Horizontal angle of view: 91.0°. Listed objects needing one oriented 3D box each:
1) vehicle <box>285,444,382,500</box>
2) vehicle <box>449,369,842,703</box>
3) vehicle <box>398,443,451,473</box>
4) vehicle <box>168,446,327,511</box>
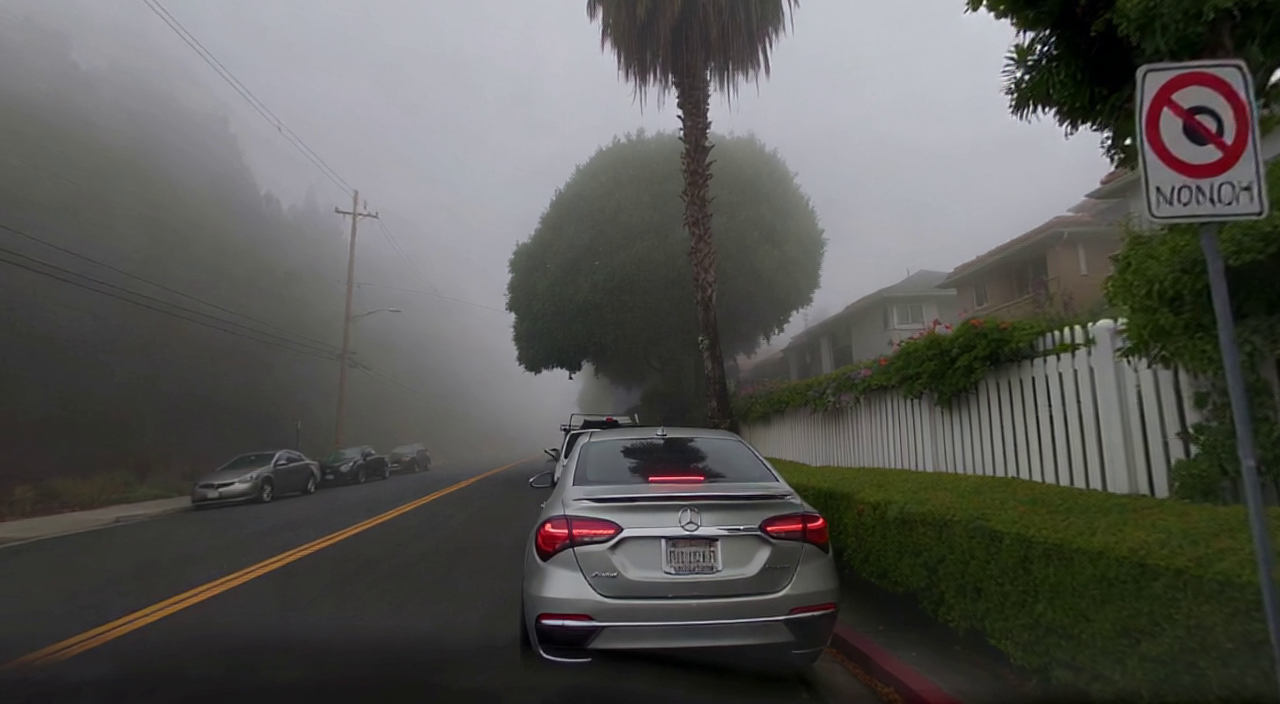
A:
[{"bbox_3d":[-12.131,4.703,25.284,2.048,1.485,4.757,-4,-4,-8],"label":"vehicle"},{"bbox_3d":[-0.131,1.211,4.995,1.894,1.695,3.795,1,-8,-6],"label":"vehicle"},{"bbox_3d":[-13.132,6.461,38.685,2.060,1.689,4.999,1,-8,-7],"label":"vehicle"},{"bbox_3d":[-11.384,3.648,18.804,2.017,1.627,5.039,1,-8,-7],"label":"vehicle"}]
